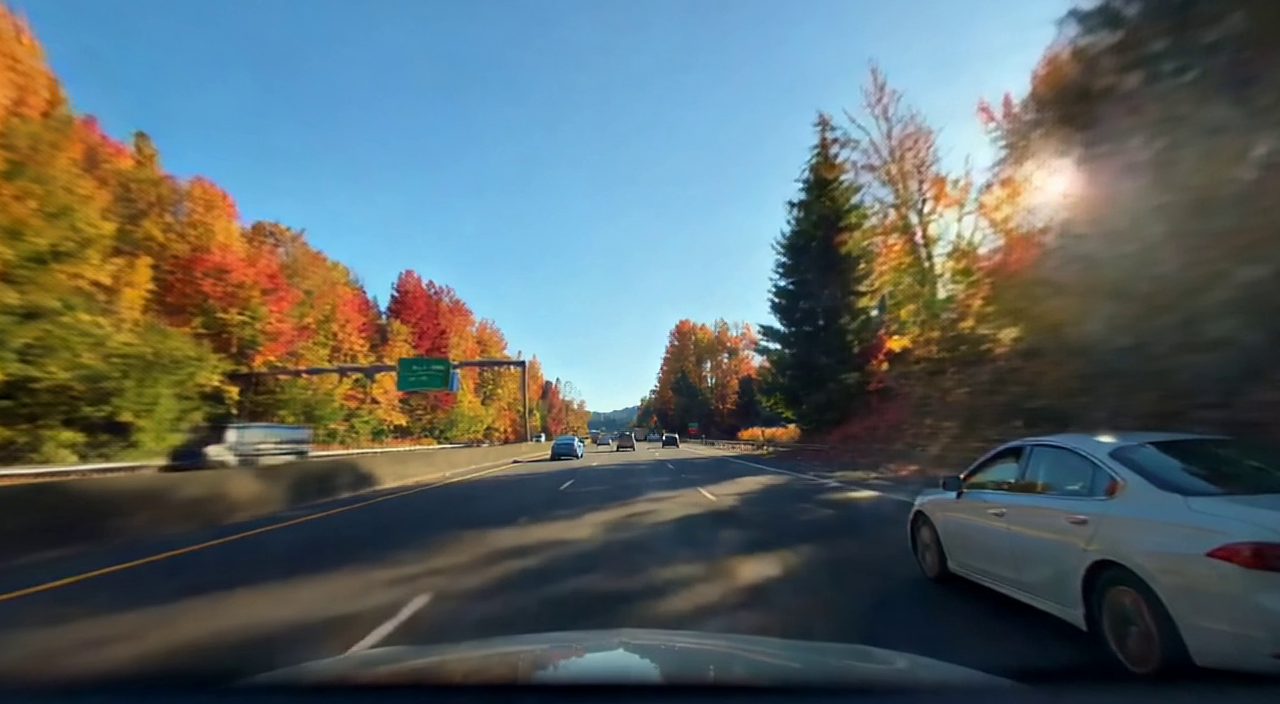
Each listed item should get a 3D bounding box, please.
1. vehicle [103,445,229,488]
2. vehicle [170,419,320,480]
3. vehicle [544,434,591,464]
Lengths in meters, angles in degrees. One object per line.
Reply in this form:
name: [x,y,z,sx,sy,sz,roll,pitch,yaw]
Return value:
vehicle: [-19.915,4.788,26.679,2.038,1.566,4.287,0,-8,-1]
vehicle: [-20.100,5.006,32.734,2.685,2.760,7.884,0,-8,0]
vehicle: [-3.917,5.313,34.752,2.103,1.507,4.367,0,-8,0]
